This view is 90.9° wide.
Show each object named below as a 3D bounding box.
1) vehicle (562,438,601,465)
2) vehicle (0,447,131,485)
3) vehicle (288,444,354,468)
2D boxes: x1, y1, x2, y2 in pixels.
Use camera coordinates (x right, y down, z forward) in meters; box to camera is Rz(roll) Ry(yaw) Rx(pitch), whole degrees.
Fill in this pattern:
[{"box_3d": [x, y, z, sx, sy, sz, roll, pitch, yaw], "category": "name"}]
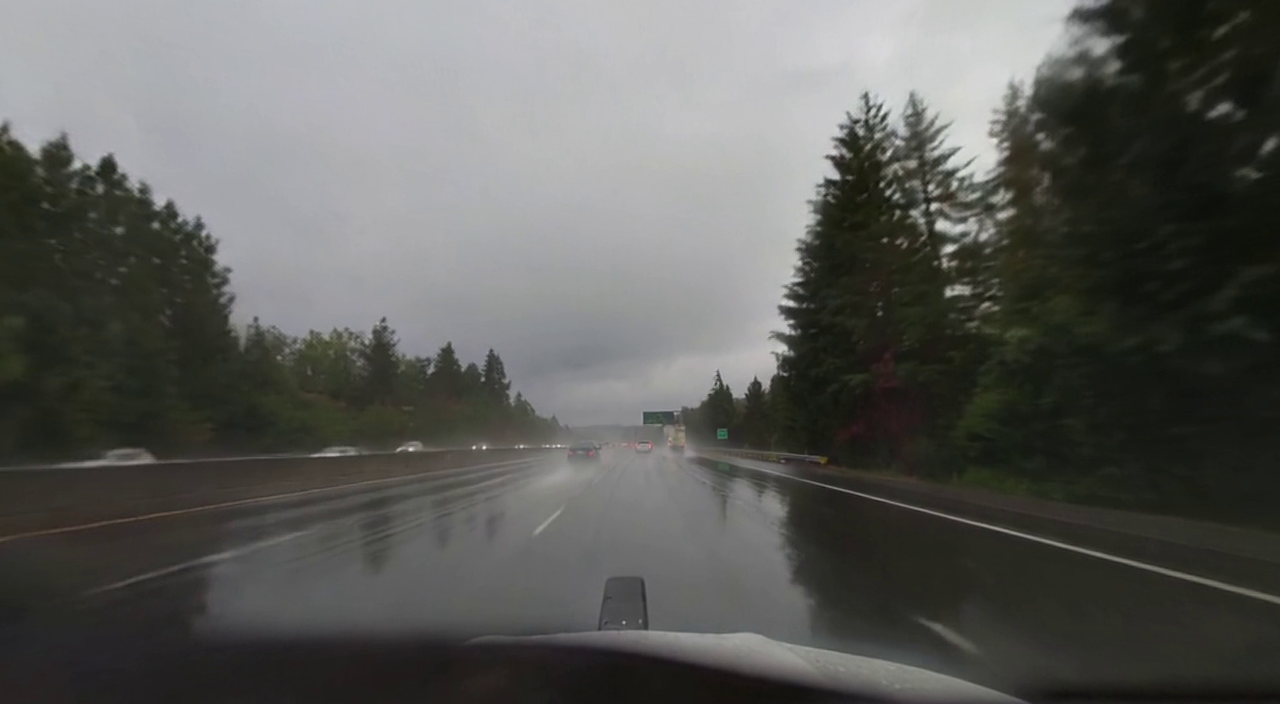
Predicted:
[{"box_3d": [-3.575, 6.222, 39.340, 2.025, 1.571, 3.662, 0, -9, 1], "category": "vehicle"}, {"box_3d": [-24.953, 4.885, 27.294, 1.853, 1.485, 4.706, 0, -9, 1], "category": "vehicle"}, {"box_3d": [-21.293, 6.969, 42.337, 1.899, 1.486, 4.660, 0, -9, 1], "category": "vehicle"}]
